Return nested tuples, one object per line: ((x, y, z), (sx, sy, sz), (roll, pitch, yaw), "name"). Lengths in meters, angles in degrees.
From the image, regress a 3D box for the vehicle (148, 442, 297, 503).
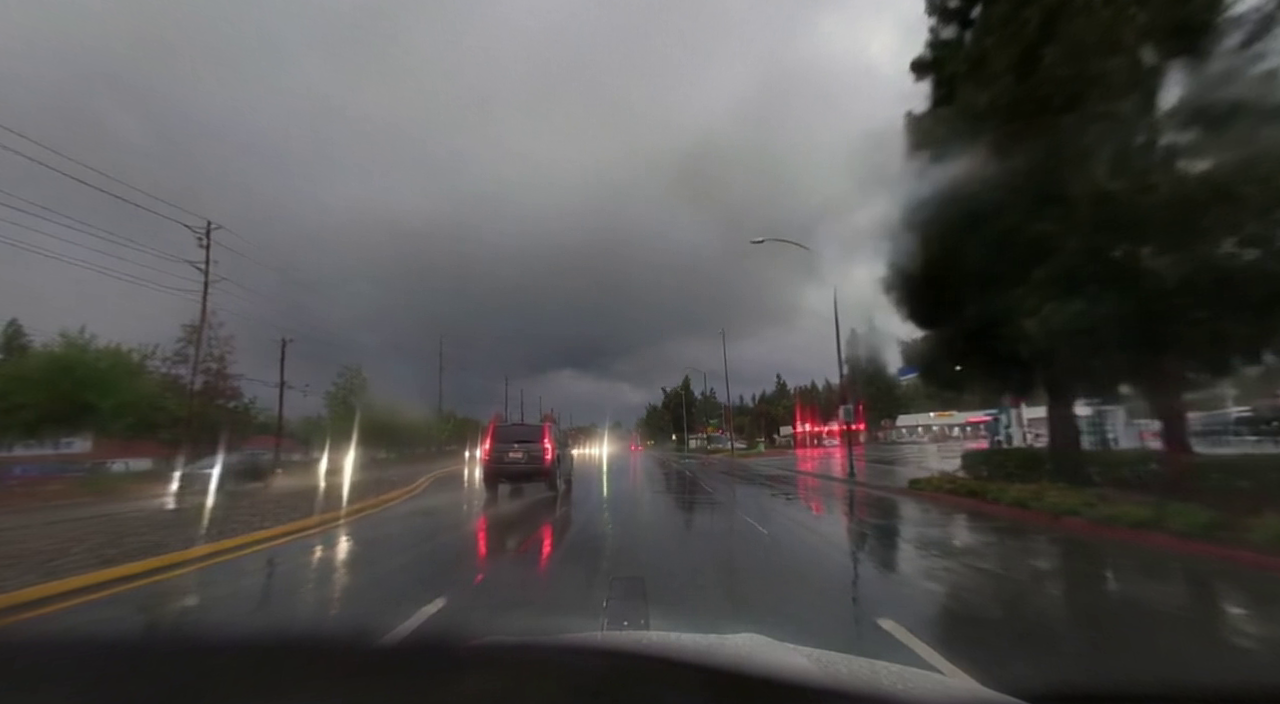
((-13.098, 3.760, 20.152), (1.825, 1.705, 4.234), (0, -8, 0), "vehicle")

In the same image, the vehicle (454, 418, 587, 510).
((-2.639, 2.621, 15.238), (2.190, 1.844, 4.751), (0, -8, 1), "vehicle")
